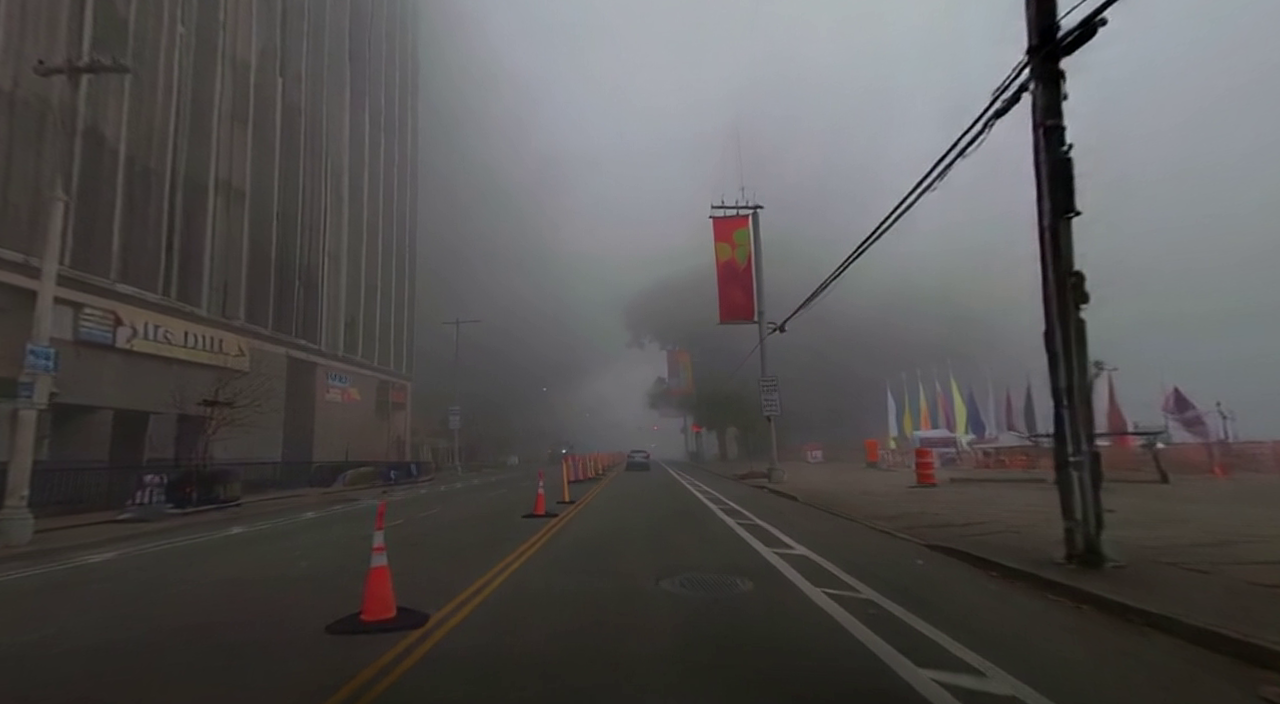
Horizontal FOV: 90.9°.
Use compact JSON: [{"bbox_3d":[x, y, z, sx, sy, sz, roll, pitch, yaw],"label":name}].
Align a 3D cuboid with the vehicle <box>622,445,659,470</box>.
[{"bbox_3d":[0.015,6.613,39.799,2.216,1.492,4.725,0,-9,0],"label":"vehicle"}]
